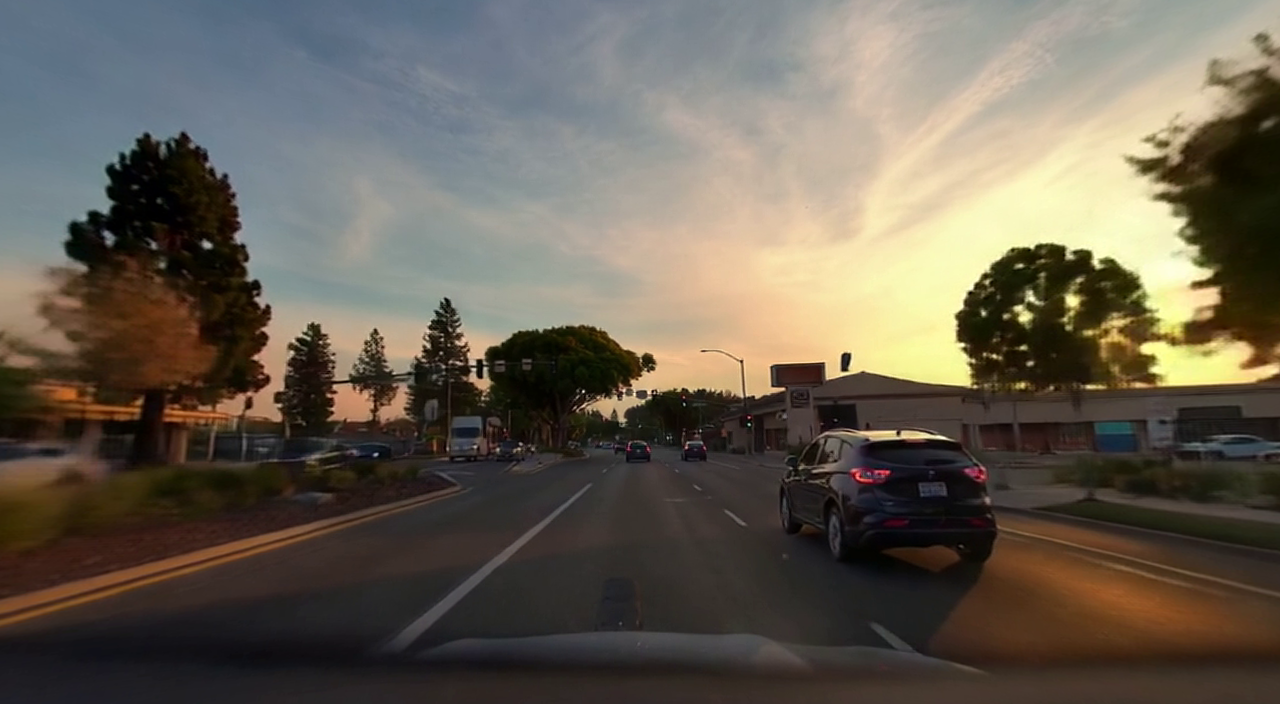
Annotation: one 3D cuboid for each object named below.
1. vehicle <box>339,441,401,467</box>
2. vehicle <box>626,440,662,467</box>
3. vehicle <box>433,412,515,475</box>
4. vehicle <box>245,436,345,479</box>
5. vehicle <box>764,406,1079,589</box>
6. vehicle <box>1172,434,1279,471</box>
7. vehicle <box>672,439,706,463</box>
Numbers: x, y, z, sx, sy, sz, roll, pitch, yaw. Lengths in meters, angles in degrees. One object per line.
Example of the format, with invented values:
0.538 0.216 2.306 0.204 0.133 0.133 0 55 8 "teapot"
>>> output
-17.791 6.718 41.897 1.946 1.606 5.136 0 -9 -1 "vehicle"
0.193 6.095 37.943 2.023 1.532 3.891 0 -9 -2 "vehicle"
-7.386 4.187 28.876 2.334 2.525 5.893 0 -9 -2 "vehicle"
-14.082 4.320 26.085 1.847 1.624 3.927 0 -9 1 "vehicle"
3.053 1.678 8.123 1.969 1.682 4.387 0 -9 -1 "vehicle"
31.406 5.307 33.505 1.980 1.792 4.850 0 -9 -1 "vehicle"
3.549 7.302 46.514 2.085 1.668 4.077 0 -9 0 "vehicle"
